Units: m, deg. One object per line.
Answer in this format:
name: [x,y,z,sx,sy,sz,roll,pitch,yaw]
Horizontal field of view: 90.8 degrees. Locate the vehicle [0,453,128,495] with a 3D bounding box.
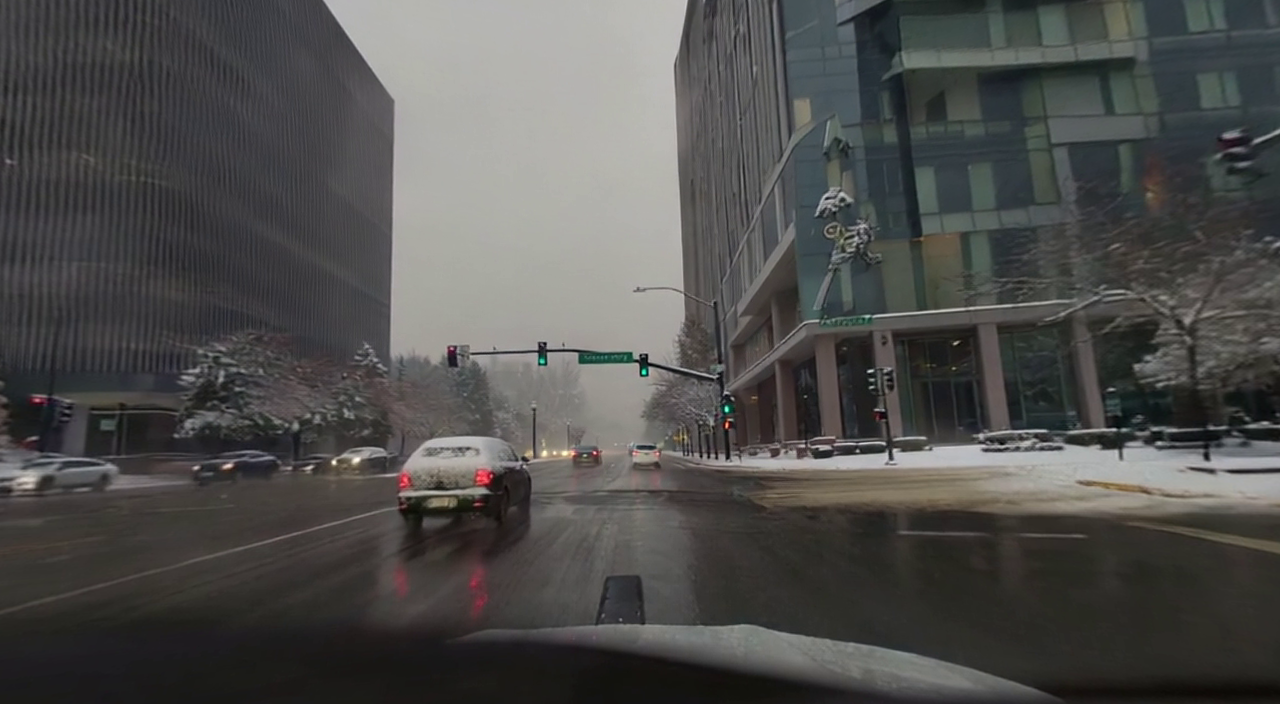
vehicle: [-26.741,5.611,29.416,1.902,1.670,4.607,0,-8,-1]

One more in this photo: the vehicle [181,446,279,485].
vehicle: [-20.205,5.562,31.370,1.931,1.722,4.419,0,-8,-1]

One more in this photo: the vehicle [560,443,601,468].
vehicle: [-3.562,6.307,38.764,2.088,1.430,4.482,0,-8,0]

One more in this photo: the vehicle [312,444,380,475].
vehicle: [-17.253,6.294,37.319,1.926,1.711,4.516,0,-8,-1]

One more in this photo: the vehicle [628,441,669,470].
vehicle: [0.430,5.701,35.100,2.102,1.482,4.125,0,-8,0]

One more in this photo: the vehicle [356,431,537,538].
vehicle: [-3.137,2.206,11.160,1.983,1.545,3.773,0,-8,0]
